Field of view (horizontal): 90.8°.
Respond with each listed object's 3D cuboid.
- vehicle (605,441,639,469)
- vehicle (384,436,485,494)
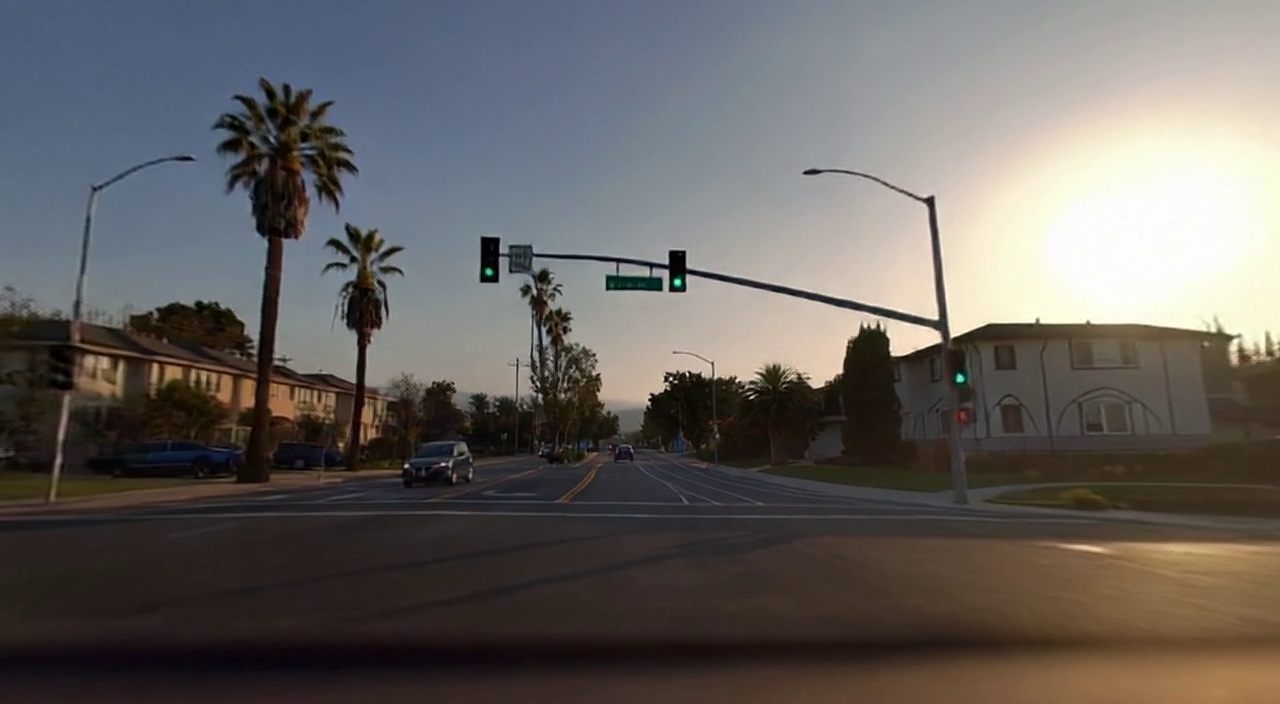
[{"bbox_3d":[-1.336,7.197,44.300,2.248,1.833,4.798,0,-9,-3],"label":"vehicle"},{"bbox_3d":[-6.518,3.640,20.551,1.983,1.684,3.938,0,-9,-1],"label":"vehicle"}]
